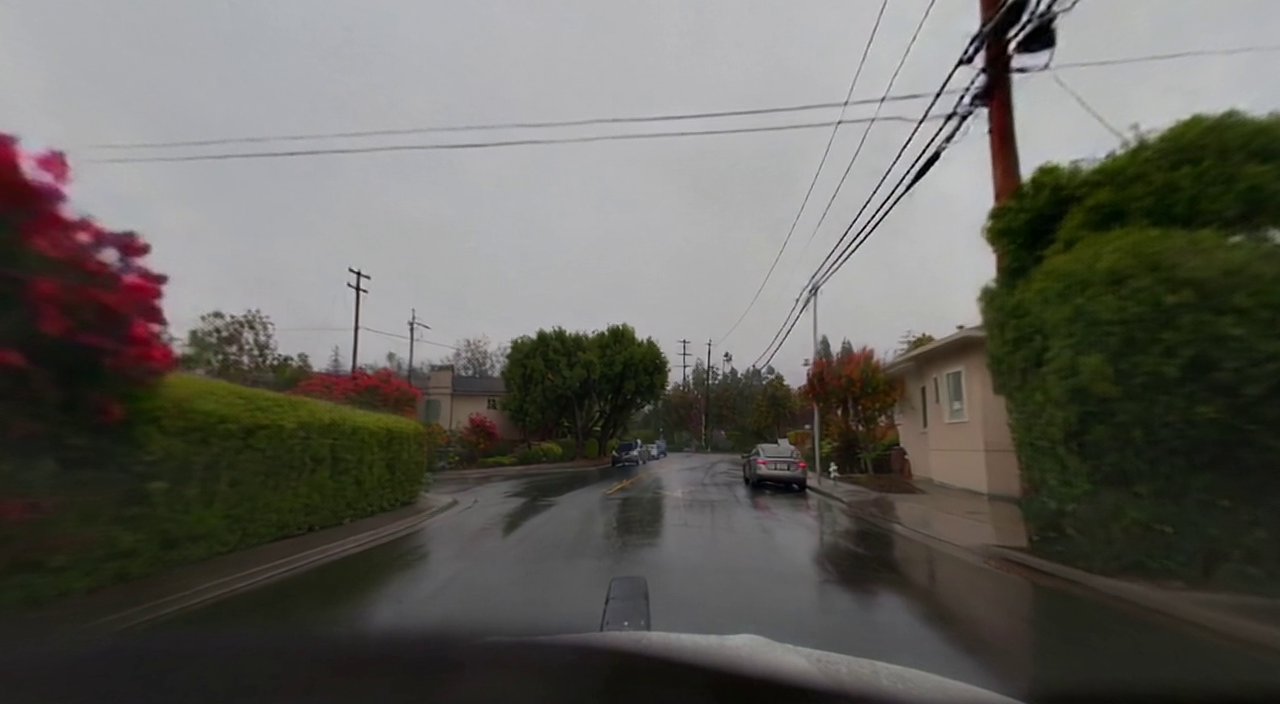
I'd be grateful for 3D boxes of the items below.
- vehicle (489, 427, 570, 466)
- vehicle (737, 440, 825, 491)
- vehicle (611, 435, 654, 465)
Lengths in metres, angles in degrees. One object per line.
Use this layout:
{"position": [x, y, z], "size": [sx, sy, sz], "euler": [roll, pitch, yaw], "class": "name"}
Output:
{"position": [-8.321, 7.127, 47.600], "size": [5.828, 2.818, 2.231], "euler": [2, -9, -12], "class": "vehicle"}
{"position": [4.567, 3.749, 21.272], "size": [2.151, 1.468, 5.066], "euler": [-1, -8, 4], "class": "vehicle"}
{"position": [-0.428, 6.862, 44.178], "size": [2.463, 1.951, 5.794], "euler": [-1, -8, 5], "class": "vehicle"}
